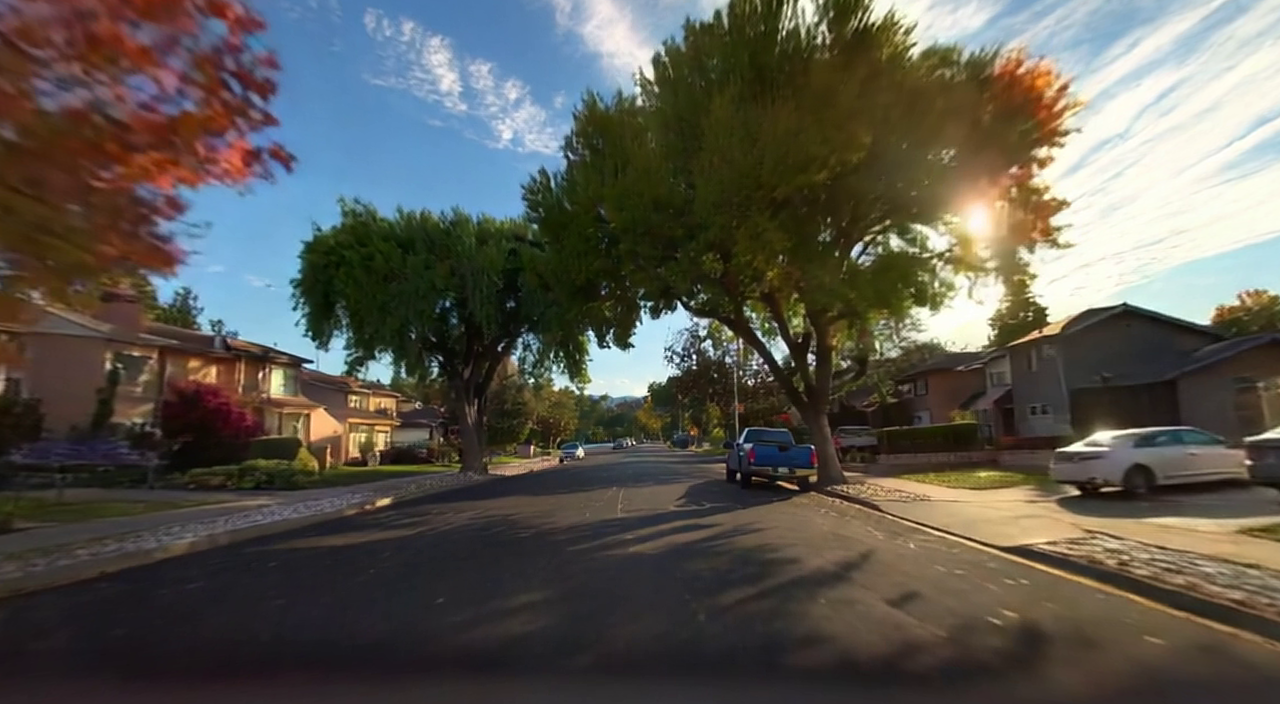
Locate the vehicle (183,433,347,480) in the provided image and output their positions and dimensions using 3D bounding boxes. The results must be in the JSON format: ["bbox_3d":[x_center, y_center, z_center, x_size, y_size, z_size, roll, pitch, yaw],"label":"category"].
[{"bbox_3d":[-12.418,3.478,21.121,4.225,1.498,1.917,0,-8,2],"label":"vehicle"}]

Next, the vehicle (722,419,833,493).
[{"bbox_3d":[4.076,3.239,19.975,2.313,1.962,6.029,0,-8,2],"label":"vehicle"}]

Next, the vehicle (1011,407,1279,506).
[{"bbox_3d":[10.842,2.147,13.277,4.622,1.505,2.168,-6,-8,1],"label":"vehicle"}]

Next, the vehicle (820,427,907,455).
[{"bbox_3d":[13.276,5.331,37.731,4.486,1.579,1.880,-1,-9,4],"label":"vehicle"}]

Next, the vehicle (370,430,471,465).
[{"bbox_3d":[-12.015,5.267,34.803,4.807,1.846,2.024,-1,-9,4],"label":"vehicle"}]
